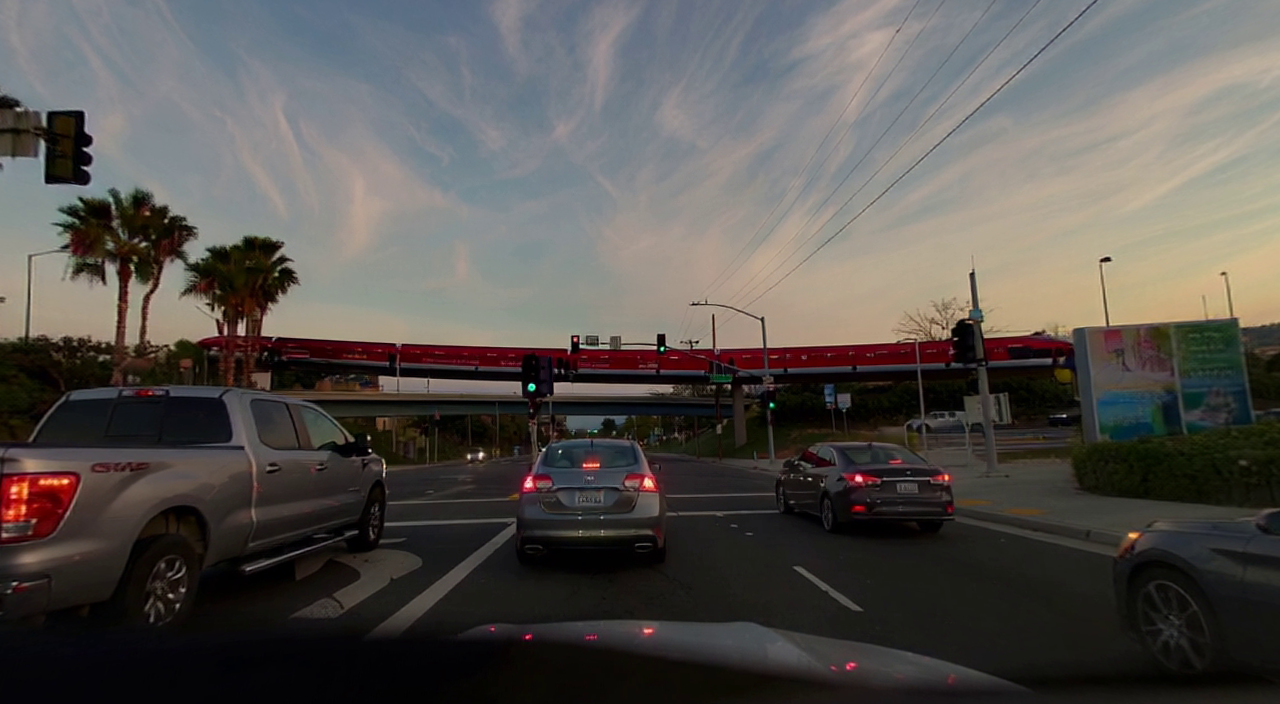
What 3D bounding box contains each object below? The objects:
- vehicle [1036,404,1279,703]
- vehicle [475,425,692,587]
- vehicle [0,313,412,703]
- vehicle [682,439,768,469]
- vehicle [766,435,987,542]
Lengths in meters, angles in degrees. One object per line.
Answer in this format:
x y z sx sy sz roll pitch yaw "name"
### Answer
3.888 0.892 2.190 2.052 1.496 4.541 0 -9 0 "vehicle"
-0.627 1.754 8.053 2.035 1.491 4.090 0 -9 -3 "vehicle"
-3.805 1.102 4.939 2.078 1.838 5.448 0 -9 -1 "vehicle"
4.215 5.139 31.968 1.878 1.428 4.416 5 -10 -32 "vehicle"
3.700 2.217 10.963 1.965 1.448 4.486 0 -9 -2 "vehicle"
